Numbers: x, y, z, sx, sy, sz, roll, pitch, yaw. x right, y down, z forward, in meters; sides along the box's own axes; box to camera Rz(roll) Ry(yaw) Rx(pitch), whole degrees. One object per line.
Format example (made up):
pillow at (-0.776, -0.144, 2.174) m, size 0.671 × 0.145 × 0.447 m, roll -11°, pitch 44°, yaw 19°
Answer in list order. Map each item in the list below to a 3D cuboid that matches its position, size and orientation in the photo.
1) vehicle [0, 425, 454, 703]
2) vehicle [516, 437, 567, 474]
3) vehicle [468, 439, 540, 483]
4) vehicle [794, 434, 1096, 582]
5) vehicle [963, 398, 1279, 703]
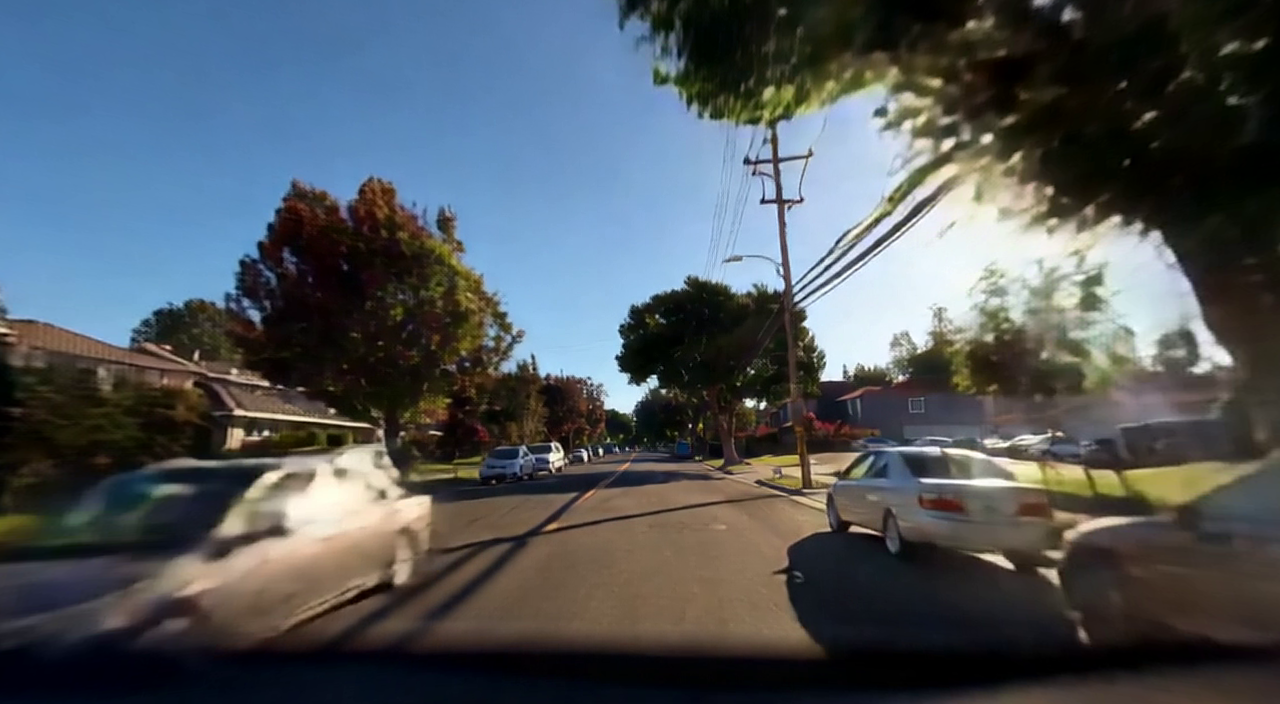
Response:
vehicle at (-3.356, 1.385, 5.116) m, size 2.079 × 1.441 × 4.541 m, roll -1°, pitch -8°, yaw 3°
vehicle at (-5.872, 6.209, 38.245) m, size 2.144 × 1.955 × 6.159 m, roll 0°, pitch -7°, yaw 0°
vehicle at (-6.102, 4.931, 29.000) m, size 2.120 × 1.799 × 5.370 m, roll -1°, pitch -8°, yaw 0°
vehicle at (3.661, 1.915, 8.772) m, size 1.909 × 1.462 × 4.740 m, roll 0°, pitch -8°, yaw 1°
vehicle at (3.342, 0.912, 2.258) m, size 2.014 × 1.482 × 4.599 m, roll 0°, pitch -8°, yaw 1°
